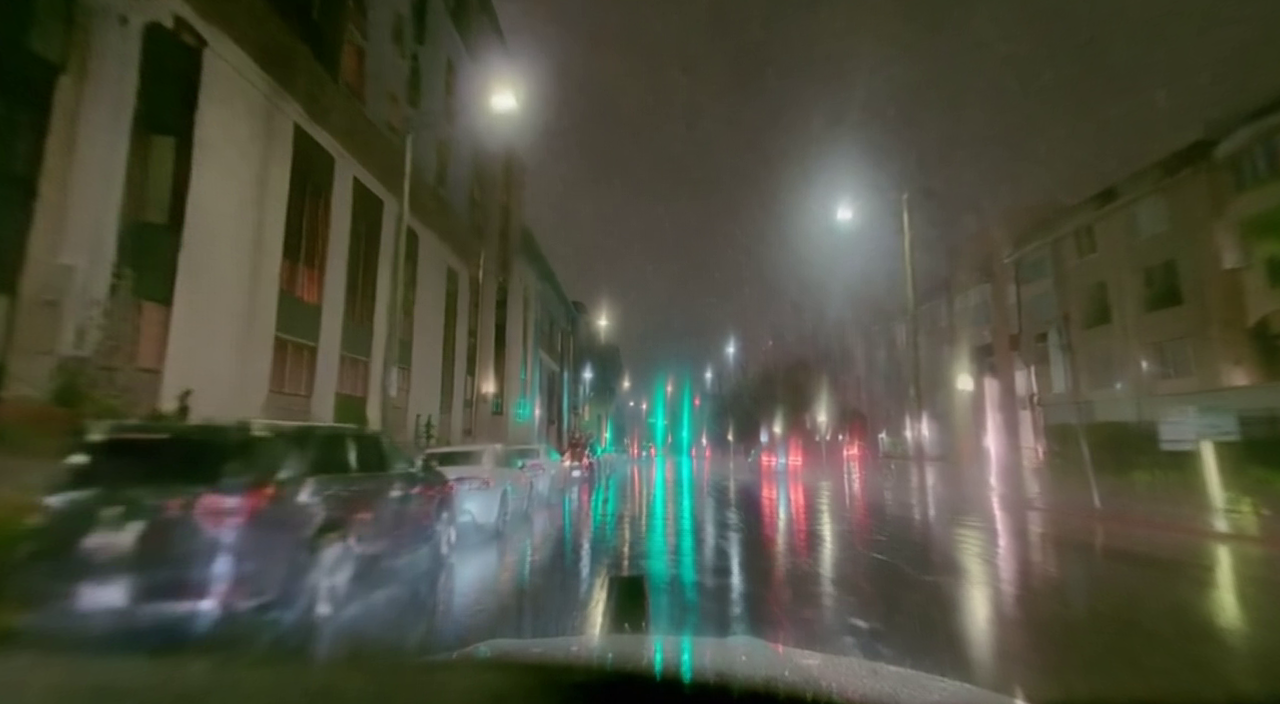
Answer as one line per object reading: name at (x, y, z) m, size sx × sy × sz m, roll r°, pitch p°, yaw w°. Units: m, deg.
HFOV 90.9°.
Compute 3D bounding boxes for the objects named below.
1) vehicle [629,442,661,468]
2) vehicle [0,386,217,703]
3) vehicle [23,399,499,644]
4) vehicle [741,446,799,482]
vehicle at (0.399, 7.111, 43.622) m, size 2.122 × 1.689 × 3.885 m, roll 0°, pitch -9°, yaw 1°
vehicle at (-3.340, 0.915, 2.239) m, size 1.609 × 1.619 × 2.840 m, roll 0°, pitch -9°, yaw 0°
vehicle at (-3.124, 1.514, 6.660) m, size 2.199 × 1.676 × 4.486 m, roll 0°, pitch -9°, yaw 0°
vehicle at (5.684, 4.943, 28.002) m, size 1.799 × 1.463 × 3.464 m, roll 0°, pitch -9°, yaw -1°
